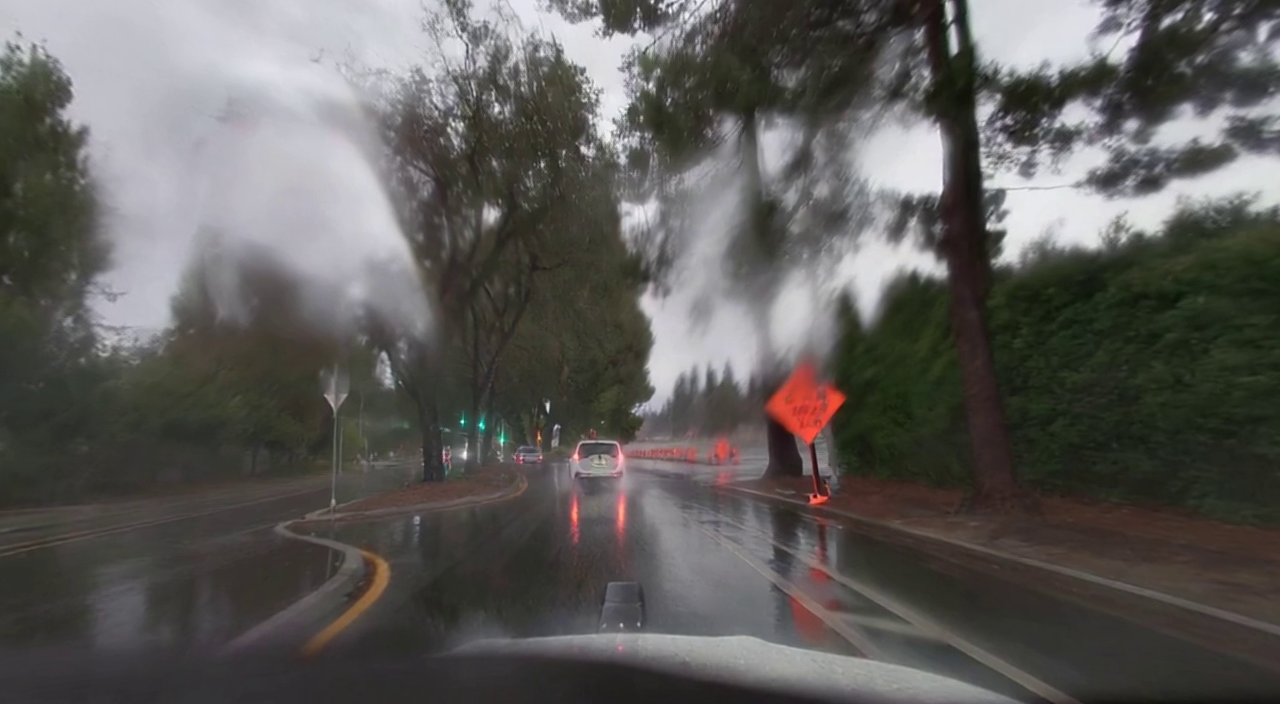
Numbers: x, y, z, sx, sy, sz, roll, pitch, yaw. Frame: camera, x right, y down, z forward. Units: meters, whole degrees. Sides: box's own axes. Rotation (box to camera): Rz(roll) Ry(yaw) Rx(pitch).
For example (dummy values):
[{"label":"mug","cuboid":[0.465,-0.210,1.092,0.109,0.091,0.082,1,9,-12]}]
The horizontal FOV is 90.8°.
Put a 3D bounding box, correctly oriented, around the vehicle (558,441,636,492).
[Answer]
[{"label":"vehicle","cuboid":[-1.582,3.824,21.509,2.266,1.508,4.430,1,-9,-9]}]
